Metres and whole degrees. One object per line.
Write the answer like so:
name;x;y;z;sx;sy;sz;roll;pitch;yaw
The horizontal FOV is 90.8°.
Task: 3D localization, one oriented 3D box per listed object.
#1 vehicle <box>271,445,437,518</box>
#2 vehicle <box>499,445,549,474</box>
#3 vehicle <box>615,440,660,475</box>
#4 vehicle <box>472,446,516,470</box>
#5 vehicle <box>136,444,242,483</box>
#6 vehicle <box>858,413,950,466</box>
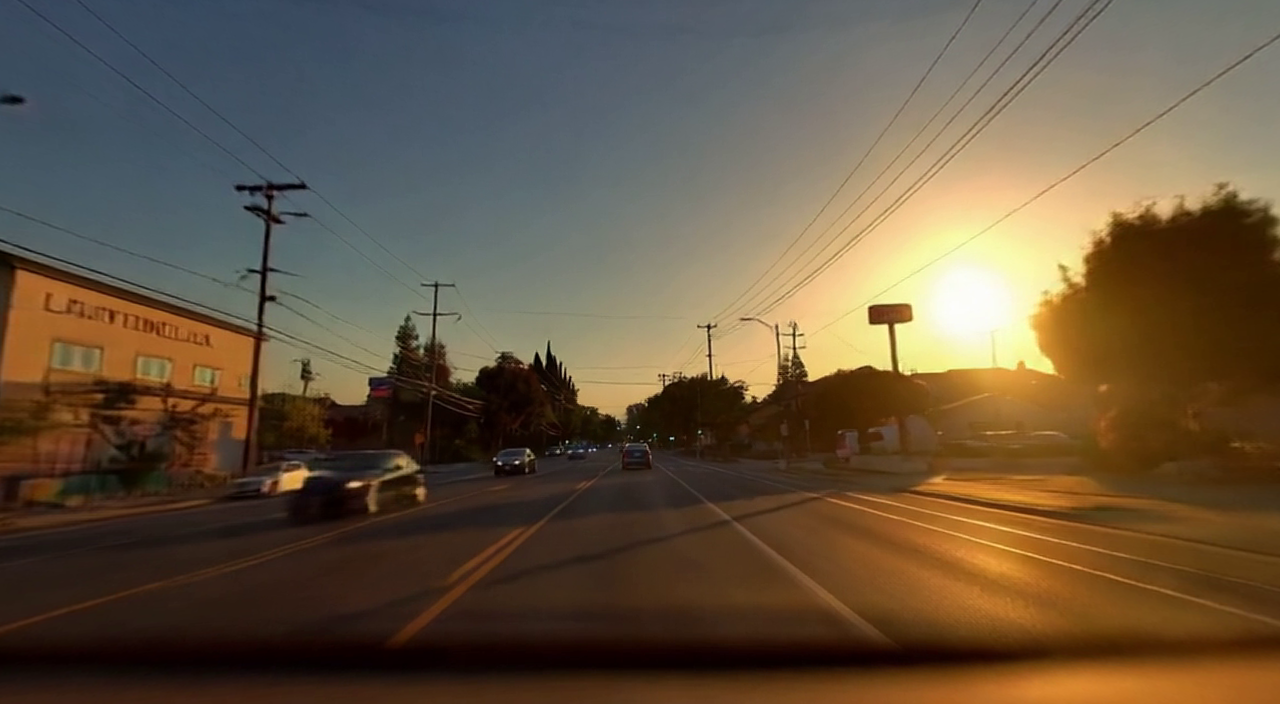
vehicle;-6.520;2.950;15.014;1.930;1.450;4.234;0;-8;0
vehicle;-6.298;5.873;34.769;1.923;1.472;4.342;0;-8;0
vehicle;-0.118;5.201;31.394;2.067;1.547;4.513;0;-8;0
vehicle;-9.972;7.215;43.396;2.073;1.533;4.020;0;-8;0
vehicle;-20.881;5.140;29.517;1.911;1.663;4.115;0;-8;0
vehicle;13.937;4.707;33.903;2.449;2.564;5.877;0;-8;1
